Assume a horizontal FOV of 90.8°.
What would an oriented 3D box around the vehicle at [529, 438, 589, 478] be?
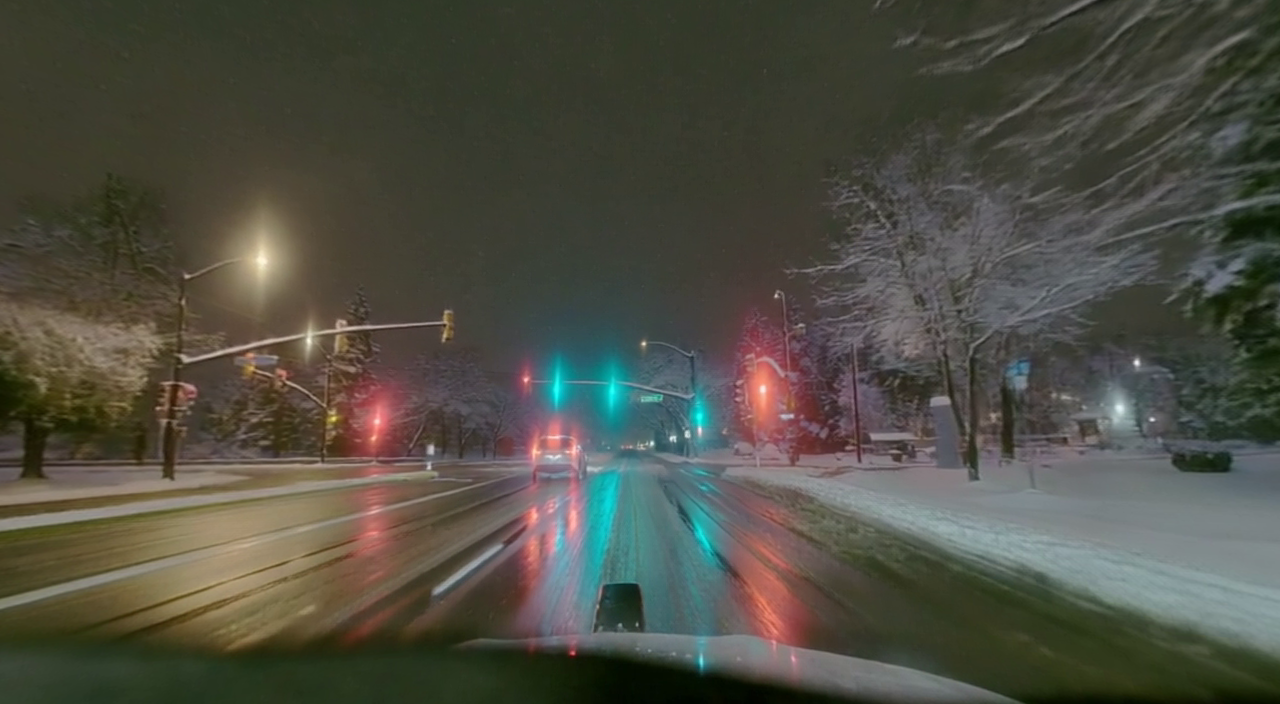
[{"bbox_3d":[-3.465,4.629,27.862,2.076,1.599,4.483,0,-9,0],"label":"vehicle"}]
